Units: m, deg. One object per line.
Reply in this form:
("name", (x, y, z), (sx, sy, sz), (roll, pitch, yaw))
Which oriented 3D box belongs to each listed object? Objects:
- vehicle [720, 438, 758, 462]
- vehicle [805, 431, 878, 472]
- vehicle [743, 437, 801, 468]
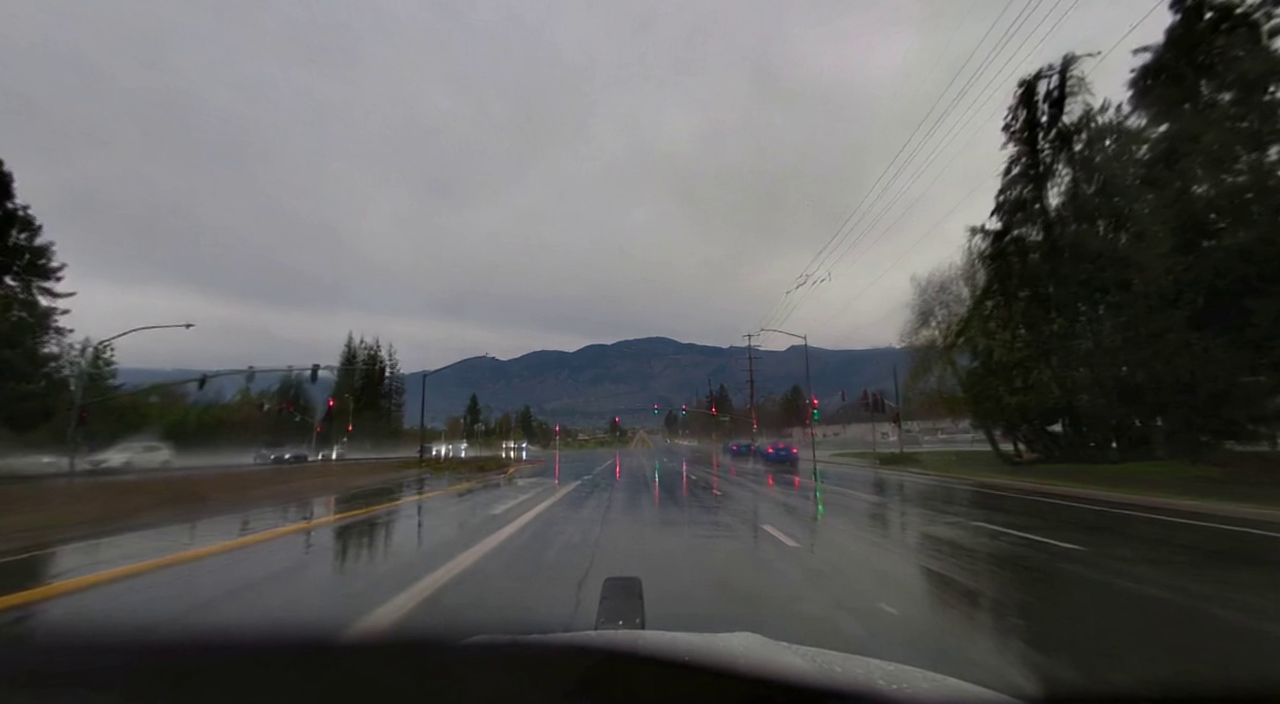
("vehicle", (6.857, 6.836, 44.221), (1.899, 1.570, 4.666), (0, -8, 0))
("vehicle", (9.440, 4.708, 30.034), (1.977, 1.773, 4.646), (0, -8, 1))
("vehicle", (6.916, 5.322, 33.604), (1.990, 1.480, 4.624), (0, -8, -1))
